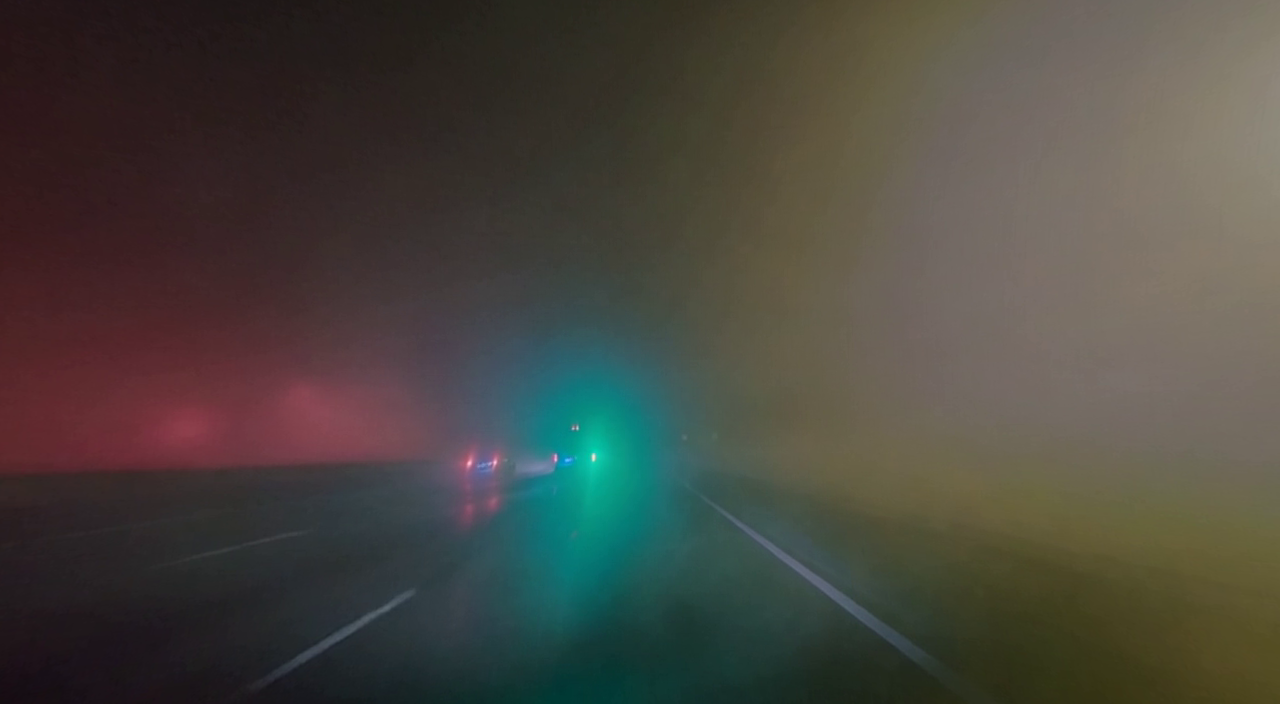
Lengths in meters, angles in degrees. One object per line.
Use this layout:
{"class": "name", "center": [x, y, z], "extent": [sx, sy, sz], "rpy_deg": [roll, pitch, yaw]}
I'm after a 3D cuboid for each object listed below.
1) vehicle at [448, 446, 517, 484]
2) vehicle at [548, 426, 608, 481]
{"class": "vehicle", "center": [-7.520, 5.429, 30.567], "extent": [2.164, 1.664, 4.252], "rpy_deg": [0, -9, 1]}
{"class": "vehicle", "center": [-3.063, 5.234, 32.591], "extent": [2.437, 2.565, 5.829], "rpy_deg": [0, -9, 1]}
